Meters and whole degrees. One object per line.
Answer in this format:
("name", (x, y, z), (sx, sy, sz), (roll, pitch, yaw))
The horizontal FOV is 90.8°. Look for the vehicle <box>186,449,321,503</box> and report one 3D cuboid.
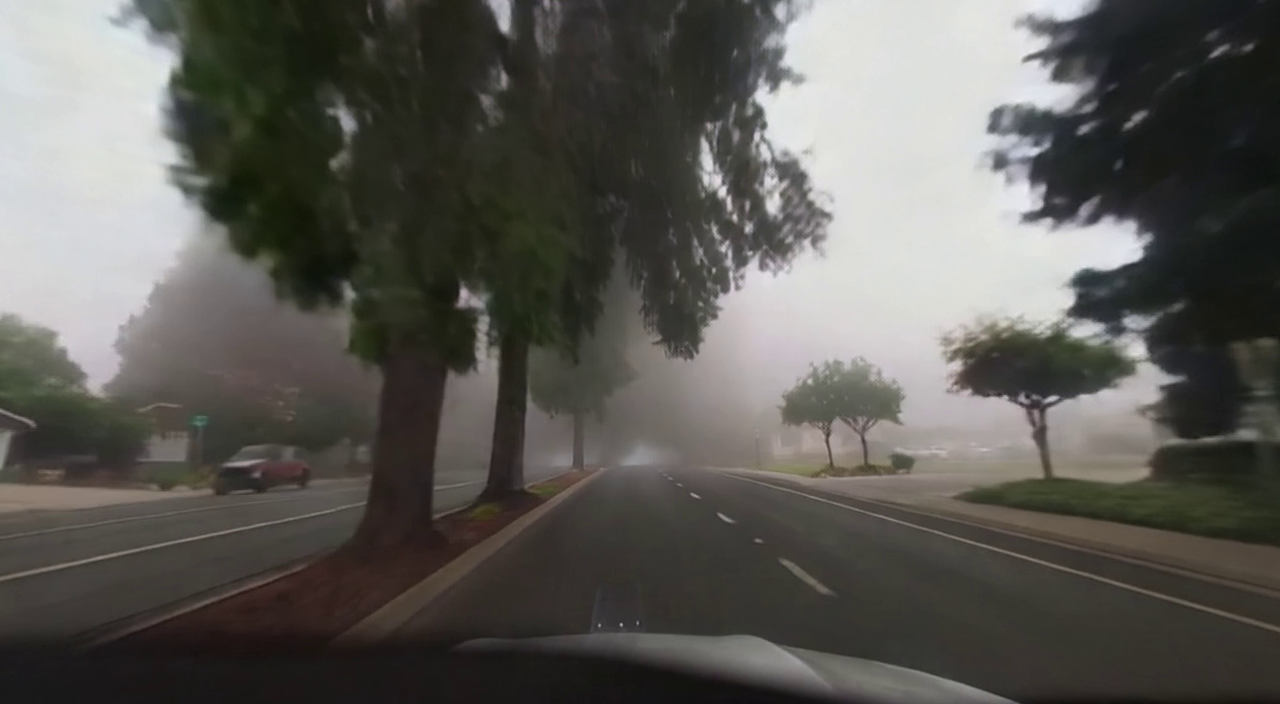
("vehicle", (-12.427, 4.016, 20.758), (2.068, 1.502, 4.643), (0, -10, -8))
